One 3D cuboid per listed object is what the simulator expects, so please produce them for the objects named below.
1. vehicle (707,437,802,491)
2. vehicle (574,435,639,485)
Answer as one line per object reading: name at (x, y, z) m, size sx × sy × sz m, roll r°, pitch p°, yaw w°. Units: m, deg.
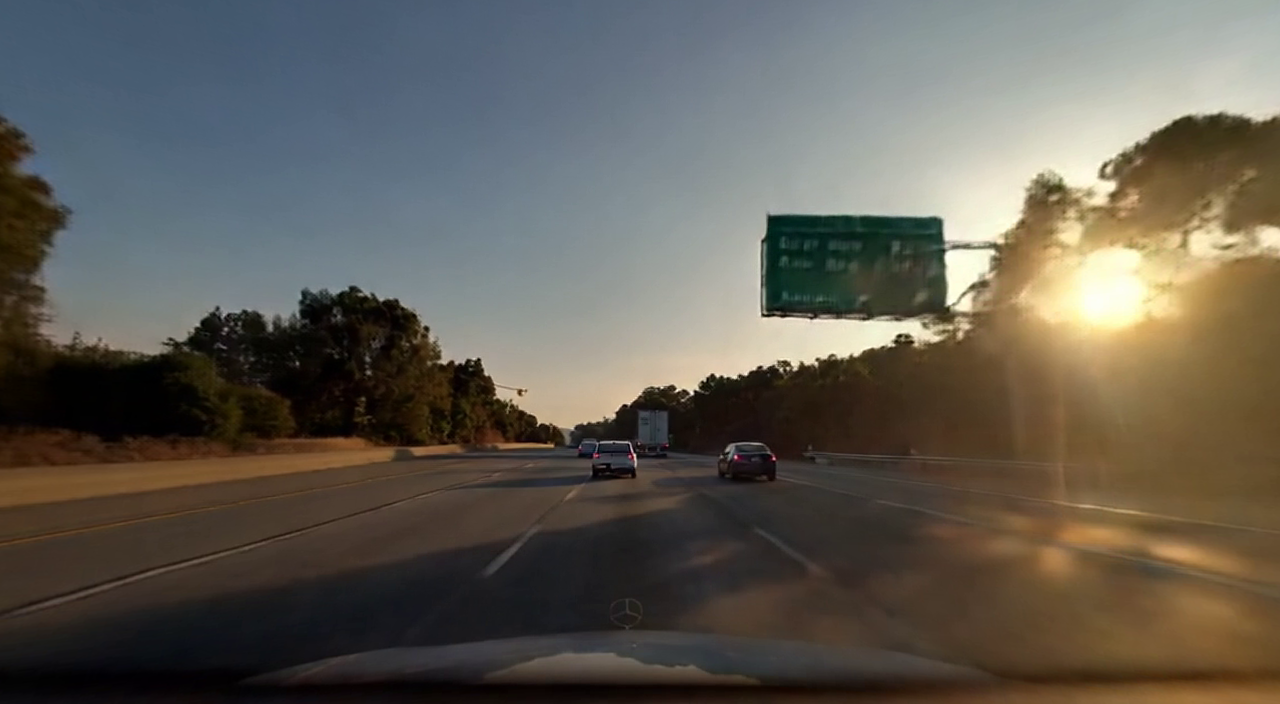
vehicle at (3.424, 3.432, 19.710) m, size 1.971 × 1.472 × 4.301 m, roll 0°, pitch -8°, yaw -2°
vehicle at (-1.069, 3.628, 21.441) m, size 2.020 × 1.516 × 3.951 m, roll 0°, pitch -8°, yaw -1°
